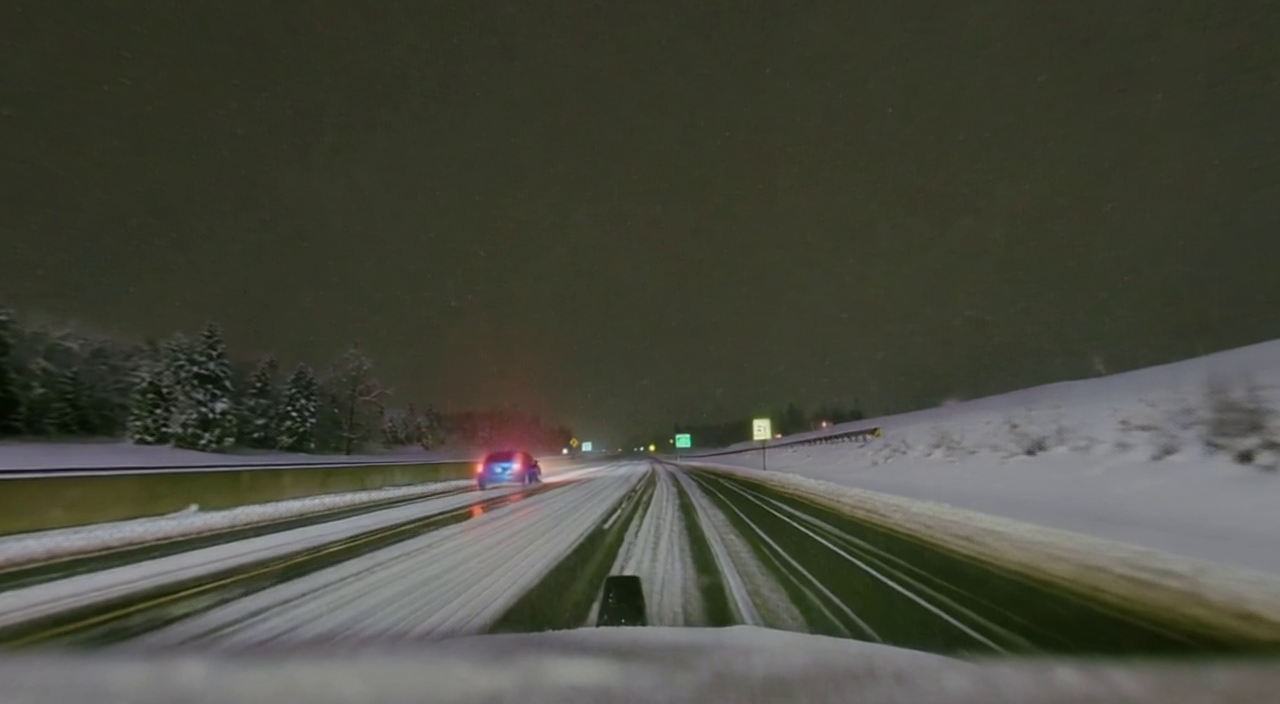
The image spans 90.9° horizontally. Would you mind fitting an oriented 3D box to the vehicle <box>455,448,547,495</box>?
[{"bbox_3d":[-5.119,4.450,23.935,2.172,1.587,4.518,-1,-9,4],"label":"vehicle"}]
